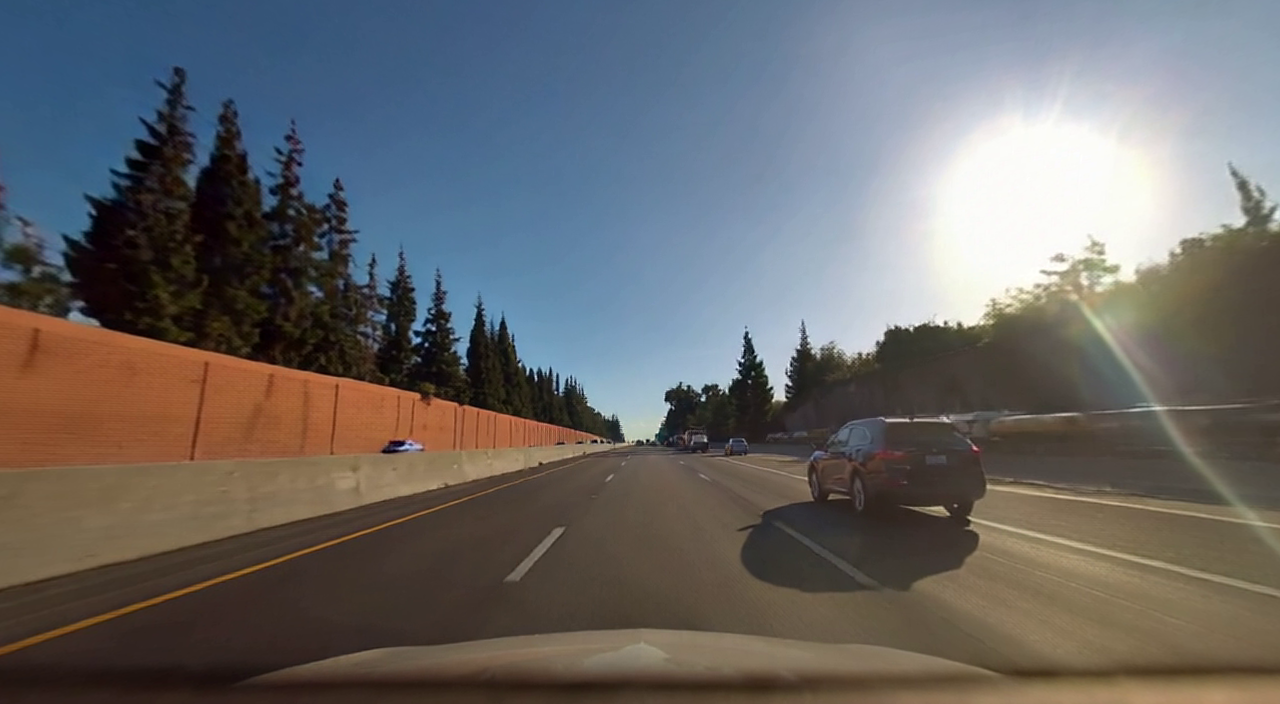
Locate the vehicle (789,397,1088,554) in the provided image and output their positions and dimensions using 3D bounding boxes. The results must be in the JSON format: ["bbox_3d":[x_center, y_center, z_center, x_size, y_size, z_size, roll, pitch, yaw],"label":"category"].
[{"bbox_3d":[3.972,1.750,9.587,2.190,1.783,4.637,0,-8,-1],"label":"vehicle"}]
